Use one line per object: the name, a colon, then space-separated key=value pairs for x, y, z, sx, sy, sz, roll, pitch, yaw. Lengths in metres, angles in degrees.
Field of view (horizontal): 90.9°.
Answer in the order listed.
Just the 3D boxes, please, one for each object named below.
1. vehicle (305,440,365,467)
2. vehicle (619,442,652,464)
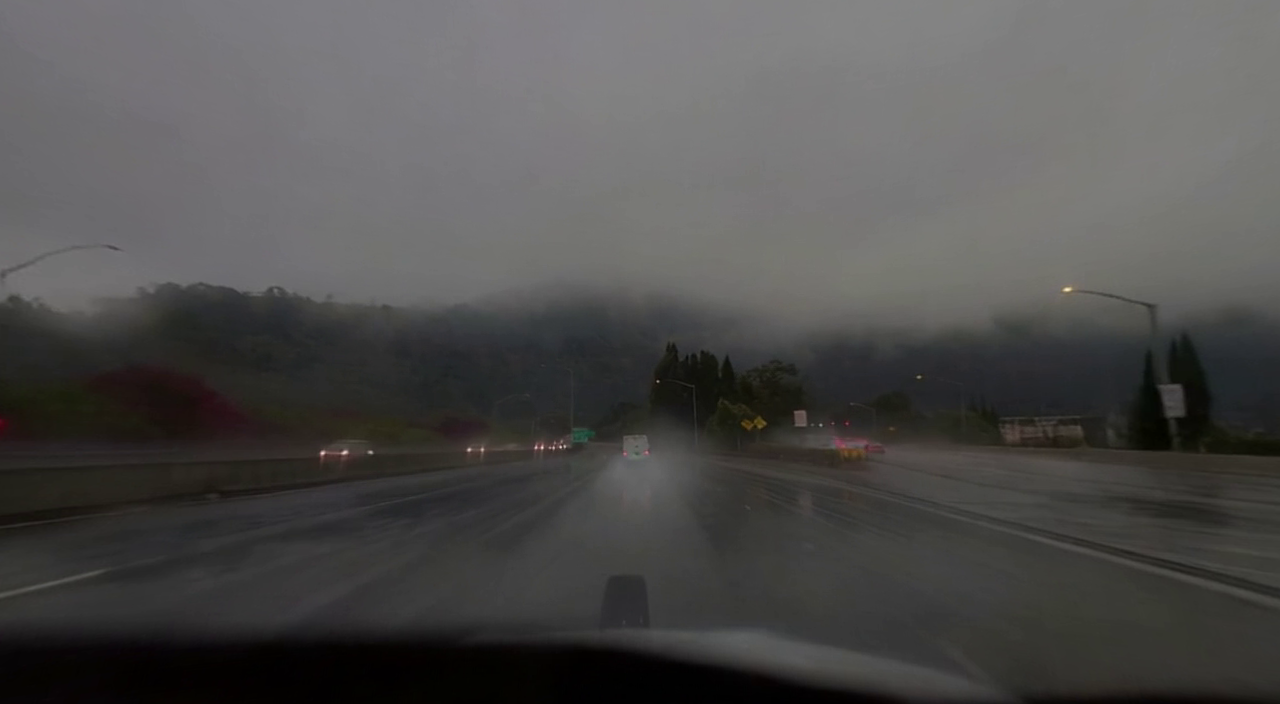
vehicle: x=-21.735 y=7.231 z=45.151 sx=1.995 sy=1.854 sz=4.706 roll=0 pitch=-8 yaw=-1
vehicle: x=-0.395 y=7.028 z=44.079 sx=2.193 sy=1.497 sz=4.337 roll=0 pitch=-8 yaw=-2
